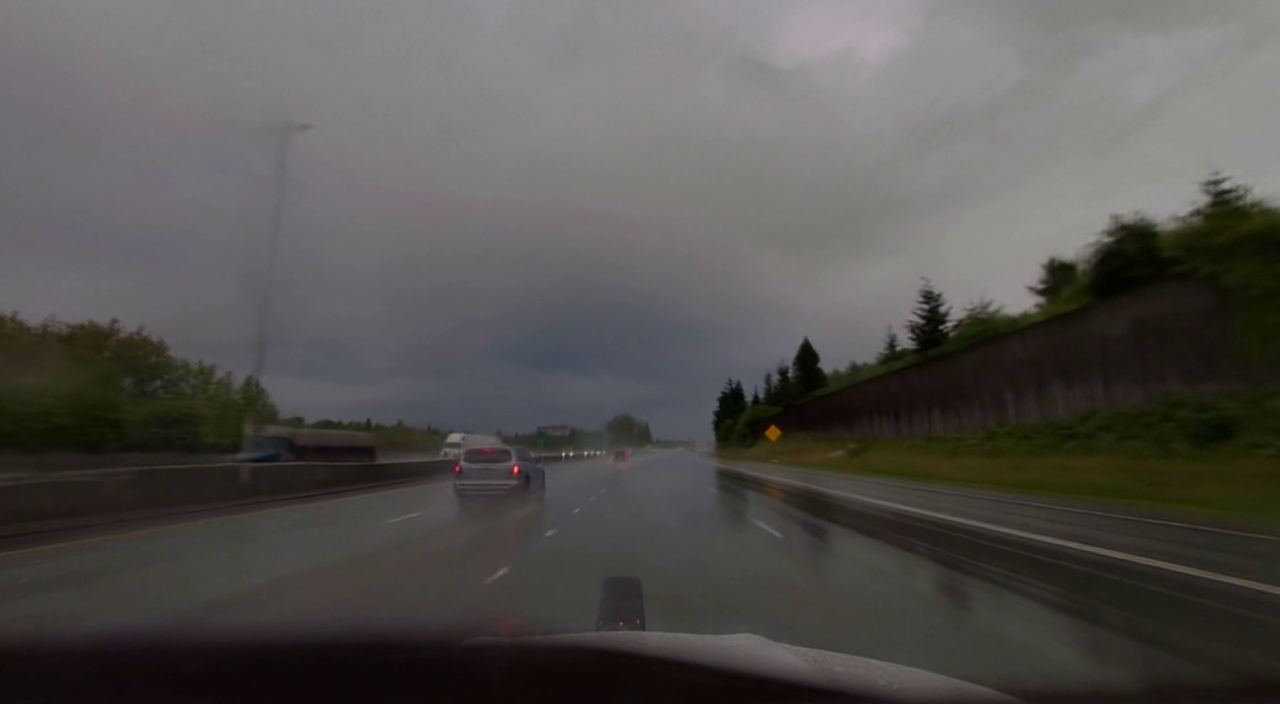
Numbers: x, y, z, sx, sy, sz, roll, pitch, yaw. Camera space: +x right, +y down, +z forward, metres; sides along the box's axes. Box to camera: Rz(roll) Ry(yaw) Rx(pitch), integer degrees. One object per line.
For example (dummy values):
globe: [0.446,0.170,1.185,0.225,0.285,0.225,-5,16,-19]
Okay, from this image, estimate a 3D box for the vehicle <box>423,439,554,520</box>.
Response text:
vehicle: [-3.395,2.930,15.057,2.016,1.623,4.126,0,-9,1]

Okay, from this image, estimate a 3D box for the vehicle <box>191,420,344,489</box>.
vehicle: [-17.949,5.025,31.141,2.612,2.928,7.459,-1,-9,3]
